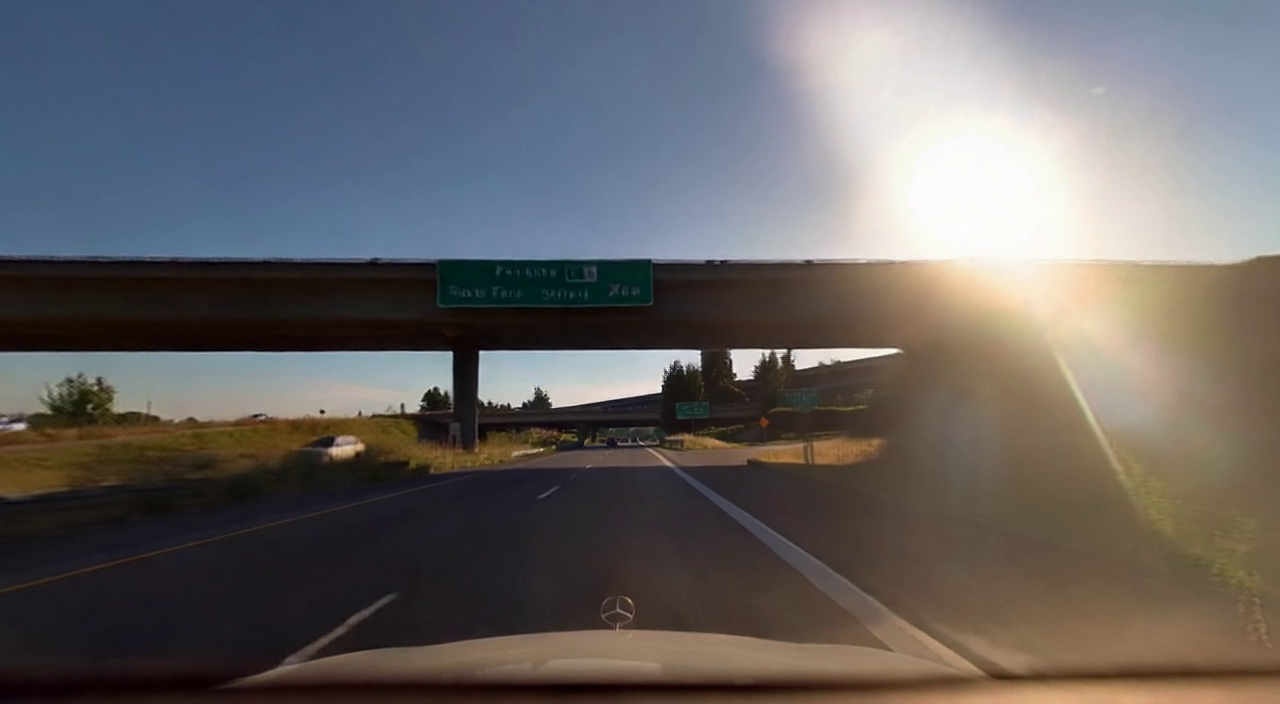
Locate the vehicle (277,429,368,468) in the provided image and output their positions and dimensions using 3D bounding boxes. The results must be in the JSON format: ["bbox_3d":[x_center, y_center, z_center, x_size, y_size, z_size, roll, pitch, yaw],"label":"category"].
[{"bbox_3d":[-15.730,4.788,31.555,2.112,1.744,4.771,1,-8,-1],"label":"vehicle"}]
